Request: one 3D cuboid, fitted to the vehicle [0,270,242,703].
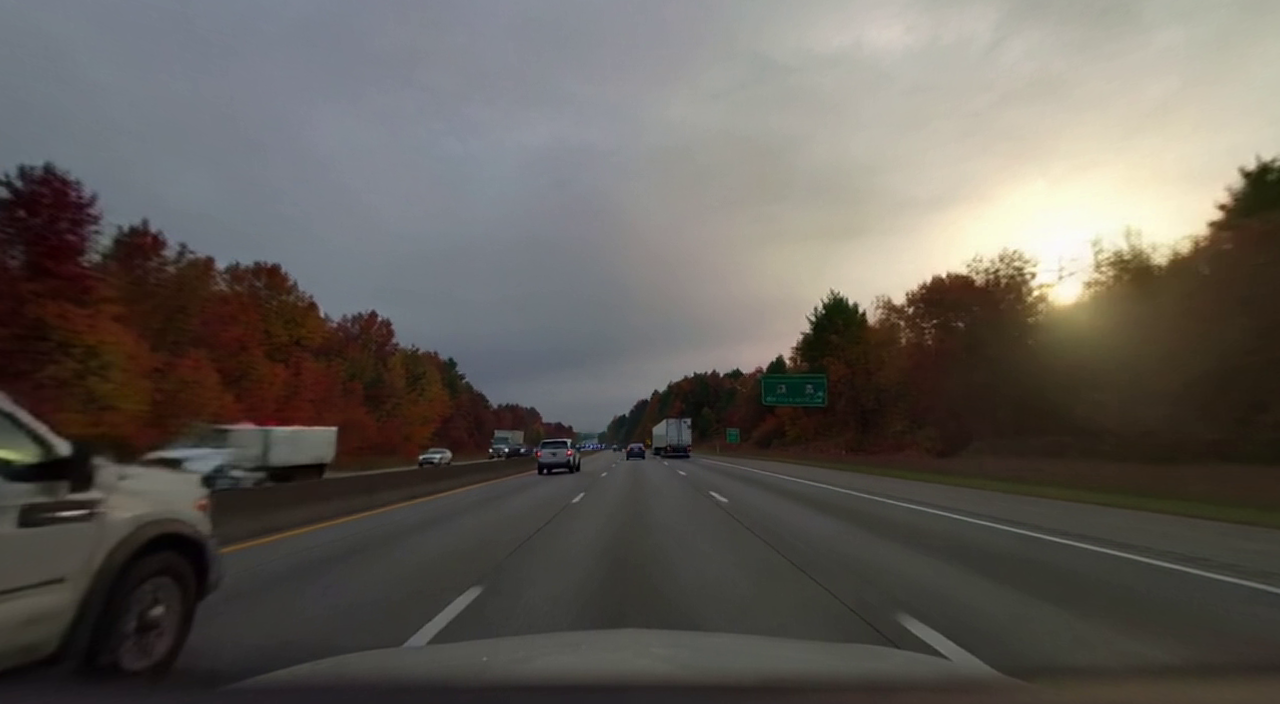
[{"bbox_3d":[-3.471,0.472,0.988,2.180,1.916,5.263,0,-8,1],"label":"vehicle"}]

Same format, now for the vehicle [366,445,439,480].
[{"bbox_3d":[-10.932,5.101,29.299,1.860,1.464,4.218,0,-8,-2],"label":"vehicle"}]

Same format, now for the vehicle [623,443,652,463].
[{"bbox_3d":[-0.200,7.805,48.730,2.152,1.484,4.211,0,-8,0],"label":"vehicle"}]

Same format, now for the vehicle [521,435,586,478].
[{"bbox_3d":[-3.639,4.514,27.415,2.077,1.669,4.739,0,-8,1],"label":"vehicle"}]
